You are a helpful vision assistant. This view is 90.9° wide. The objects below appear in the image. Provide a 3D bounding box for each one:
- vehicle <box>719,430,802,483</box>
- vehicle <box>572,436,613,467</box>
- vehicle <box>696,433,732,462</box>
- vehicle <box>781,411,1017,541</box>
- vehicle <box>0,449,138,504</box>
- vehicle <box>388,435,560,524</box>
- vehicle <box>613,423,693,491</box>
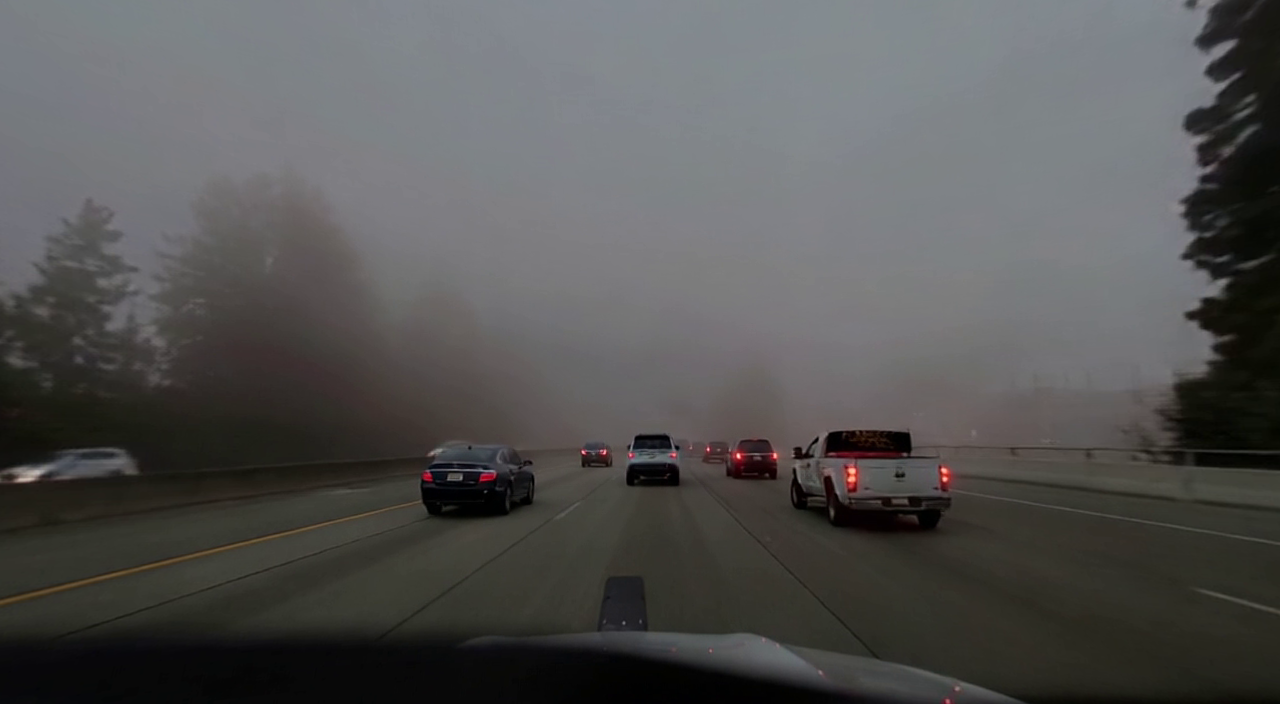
[{"bbox_3d":[4.090,3.630,22.184,2.094,1.676,4.309,-1,-8,1],"label":"vehicle"},{"bbox_3d":[-2.763,5.874,37.481,1.951,1.694,4.188,-1,-8,3],"label":"vehicle"},{"bbox_3d":[4.852,6.318,41.899,2.039,1.832,3.989,-1,-8,2],"label":"vehicle"},{"bbox_3d":[3.944,1.972,10.688,2.156,1.701,4.494,-1,-8,1],"label":"vehicle"},{"bbox_3d":[-20.981,4.396,22.725,1.950,1.718,4.492,-1,-8,2],"label":"vehicle"},{"bbox_3d":[-3.052,2.465,12.888,1.965,1.443,4.968,-1,-8,3],"label":"vehicle"},{"bbox_3d":[0.397,3.197,19.501,2.153,1.805,4.631,-1,-8,1],"label":"vehicle"}]
